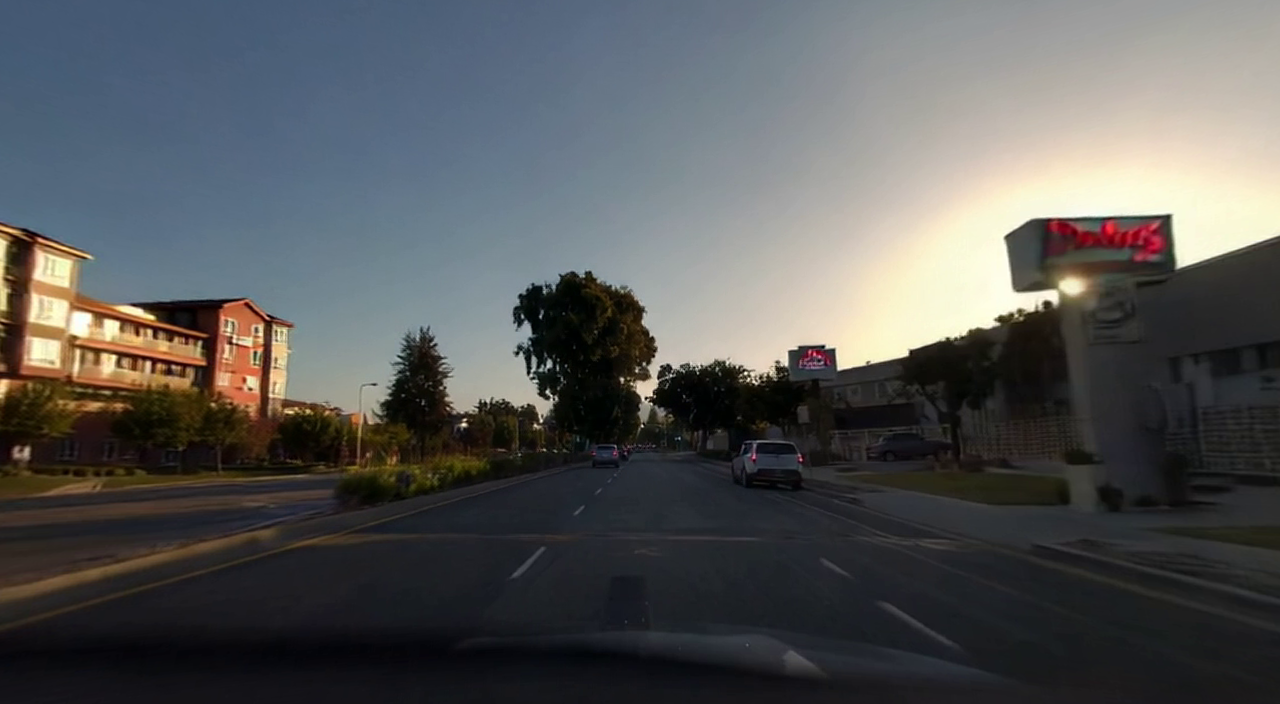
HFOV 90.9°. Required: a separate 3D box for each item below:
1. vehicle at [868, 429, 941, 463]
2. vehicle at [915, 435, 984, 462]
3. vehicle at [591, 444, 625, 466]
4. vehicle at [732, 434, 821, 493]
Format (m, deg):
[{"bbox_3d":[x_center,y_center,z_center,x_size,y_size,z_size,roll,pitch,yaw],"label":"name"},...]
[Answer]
[{"bbox_3d":[15.022,5.398,36.150,2.202,1.822,4.978,-1,-8,3],"label":"vehicle"},{"bbox_3d":[17.782,5.560,36.448,1.953,1.488,4.129,0,-8,1],"label":"vehicle"},{"bbox_3d":[-2.309,7.521,46.168,2.176,1.543,4.335,0,-8,1],"label":"vehicle"},{"bbox_3d":[4.484,3.736,21.502,2.067,1.755,4.616,0,-8,1],"label":"vehicle"}]
